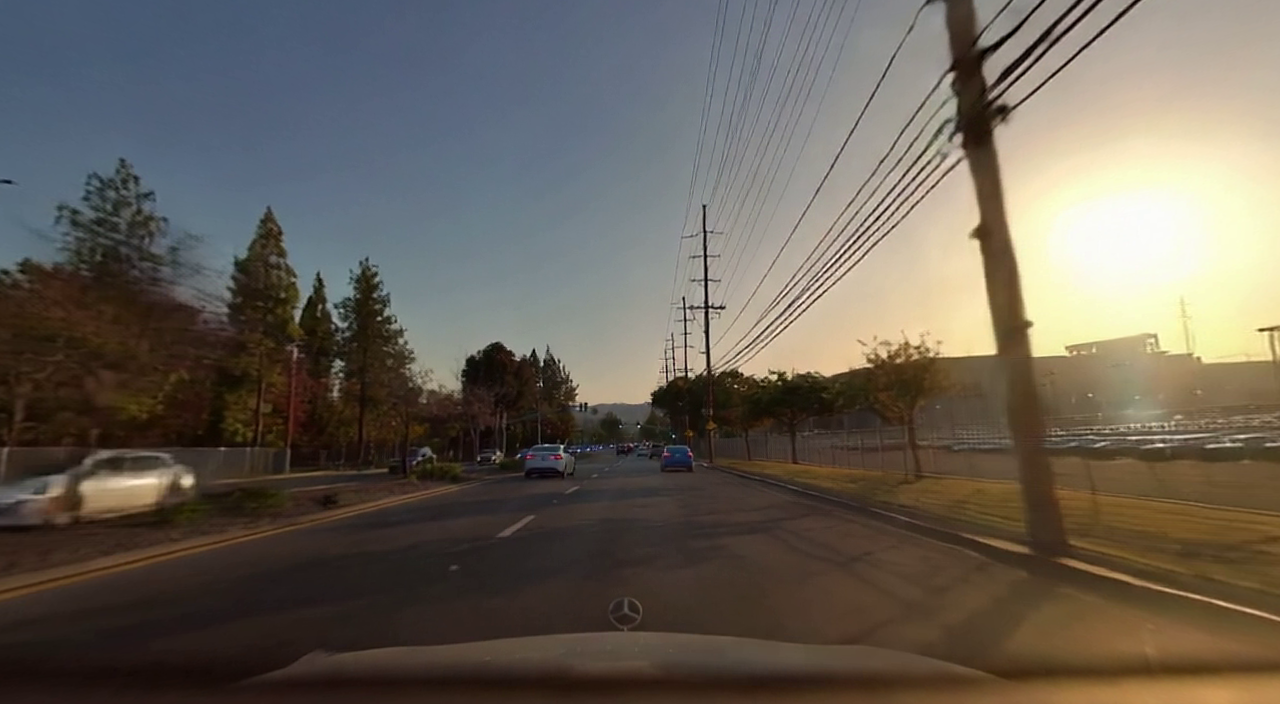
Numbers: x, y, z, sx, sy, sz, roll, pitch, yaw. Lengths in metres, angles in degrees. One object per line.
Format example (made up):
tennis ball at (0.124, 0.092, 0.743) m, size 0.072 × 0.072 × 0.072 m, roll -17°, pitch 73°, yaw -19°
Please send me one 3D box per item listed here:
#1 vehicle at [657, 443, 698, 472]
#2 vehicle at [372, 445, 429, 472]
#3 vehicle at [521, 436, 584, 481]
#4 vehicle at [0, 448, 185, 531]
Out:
vehicle at (2.011, 5.805, 34.886) m, size 2.059 × 1.486 × 3.980 m, roll 0°, pitch -8°, yaw 0°
vehicle at (-16.514, 7.344, 43.547) m, size 2.073 × 1.715 × 4.524 m, roll 0°, pitch -8°, yaw 1°
vehicle at (-3.569, 4.441, 26.464) m, size 1.950 × 1.692 × 4.397 m, roll -1°, pitch -8°, yaw 1°
vehicle at (-13.092, 2.965, 14.202) m, size 2.028 × 1.534 × 4.589 m, roll -1°, pitch -8°, yaw 2°
